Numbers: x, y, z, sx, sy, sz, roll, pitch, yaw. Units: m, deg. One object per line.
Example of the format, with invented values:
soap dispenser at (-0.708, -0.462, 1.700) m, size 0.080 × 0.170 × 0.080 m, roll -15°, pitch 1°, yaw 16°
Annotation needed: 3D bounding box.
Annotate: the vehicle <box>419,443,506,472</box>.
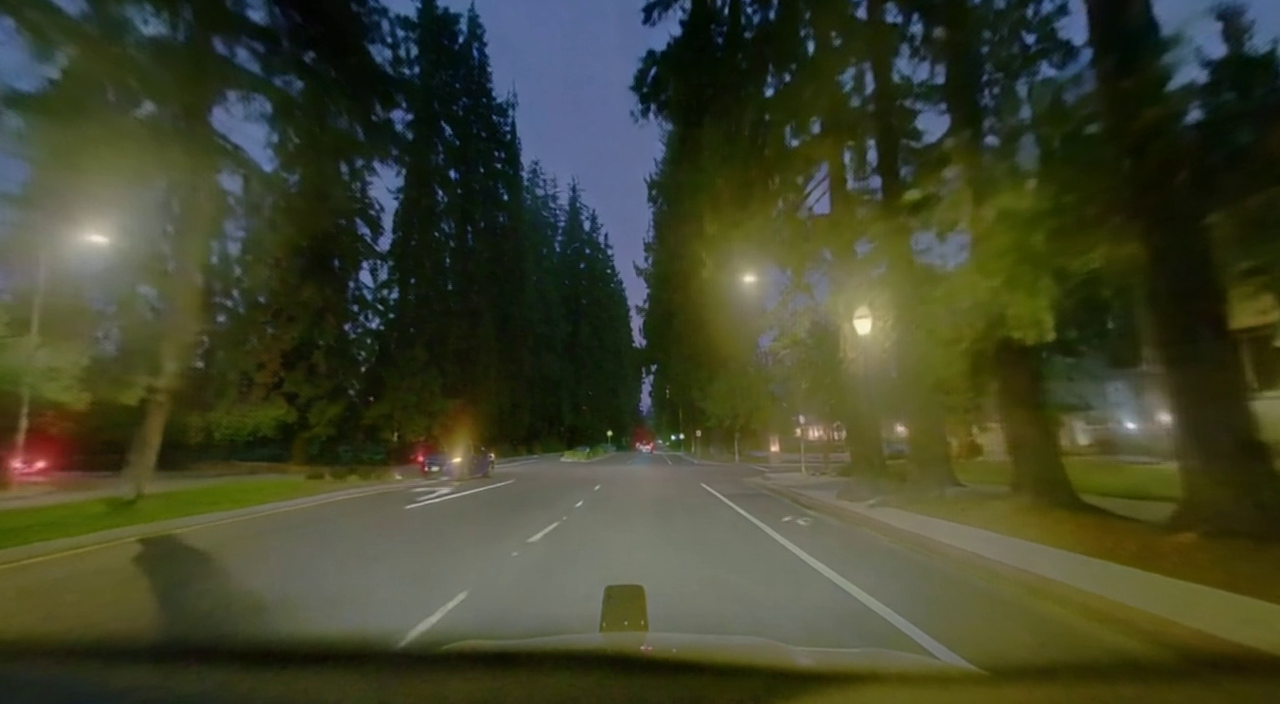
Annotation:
vehicle at (-11.025, 6.539, 39.142) m, size 4.788 × 1.666 × 2.170 m, roll 5°, pitch -10°, yaw -26°
